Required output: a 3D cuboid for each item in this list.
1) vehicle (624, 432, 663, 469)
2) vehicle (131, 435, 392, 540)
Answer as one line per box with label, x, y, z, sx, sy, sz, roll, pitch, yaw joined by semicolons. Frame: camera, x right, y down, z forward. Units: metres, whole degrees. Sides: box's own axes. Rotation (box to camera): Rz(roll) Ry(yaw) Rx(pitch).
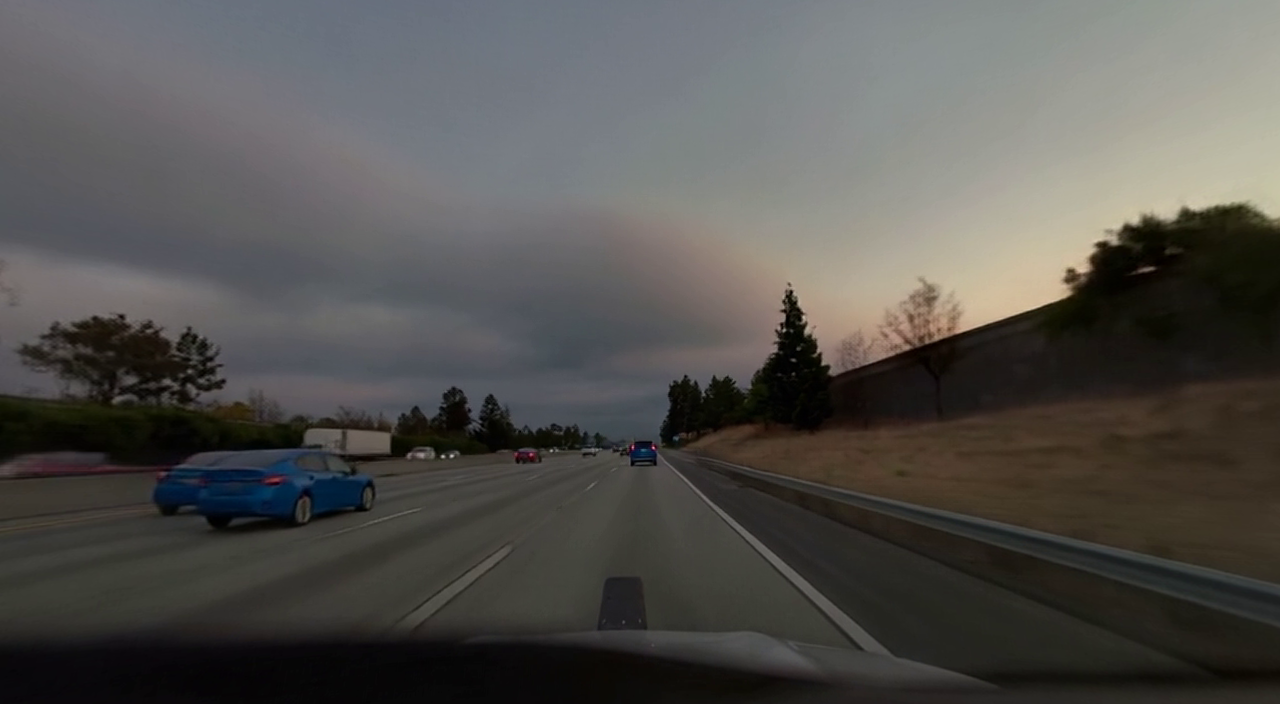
vehicle;0.218;6.221;39.905;2.318;2.145;4.561;0;-8;0
vehicle;-6.603;2.377;11.788;2.116;1.570;4.377;0;-8;1
